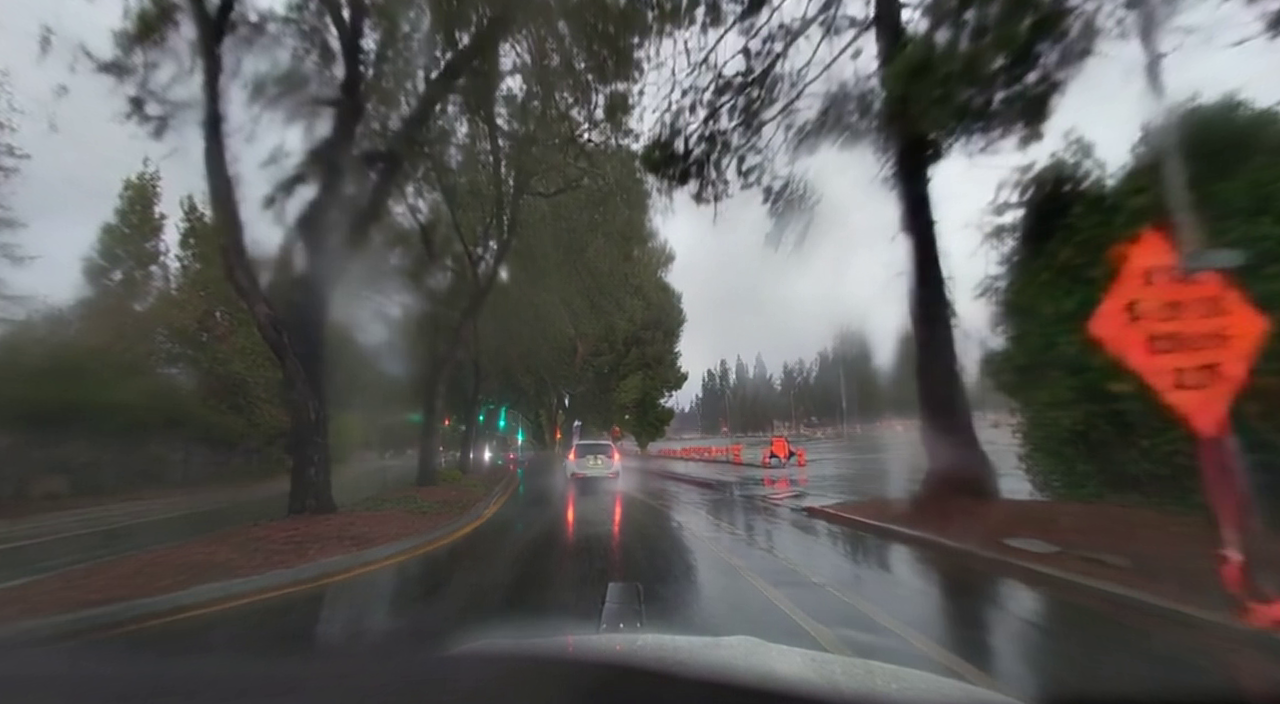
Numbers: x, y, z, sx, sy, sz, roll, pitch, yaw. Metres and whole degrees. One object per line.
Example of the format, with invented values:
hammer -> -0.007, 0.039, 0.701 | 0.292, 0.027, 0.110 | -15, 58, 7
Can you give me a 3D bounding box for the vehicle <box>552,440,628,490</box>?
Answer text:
vehicle -> -1.832, 3.820, 21.824 | 2.266, 1.508, 4.430 | 1, -9, -9
